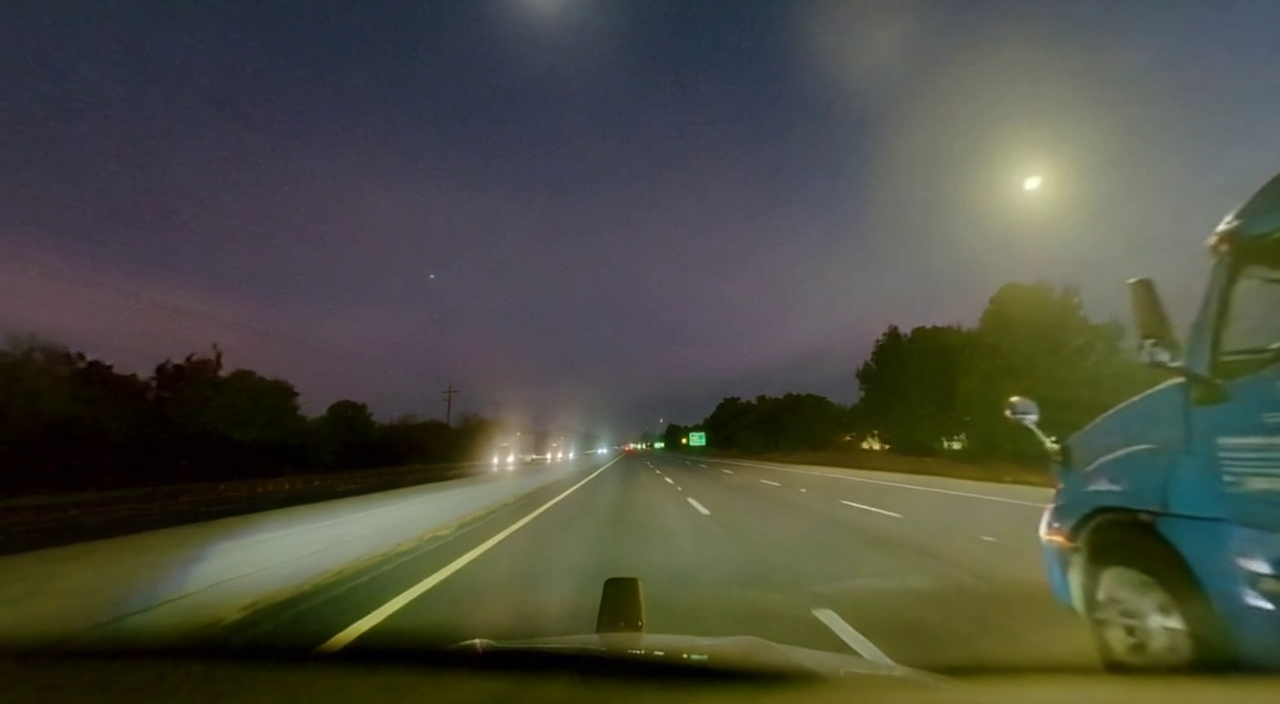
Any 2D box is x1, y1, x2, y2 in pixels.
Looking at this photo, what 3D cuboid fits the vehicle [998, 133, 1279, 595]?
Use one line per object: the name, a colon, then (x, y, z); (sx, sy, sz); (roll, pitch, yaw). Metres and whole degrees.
vehicle: (7.048, 0.261, 6.500); (3.026, 3.953, 5.811); (0, -9, -1)
